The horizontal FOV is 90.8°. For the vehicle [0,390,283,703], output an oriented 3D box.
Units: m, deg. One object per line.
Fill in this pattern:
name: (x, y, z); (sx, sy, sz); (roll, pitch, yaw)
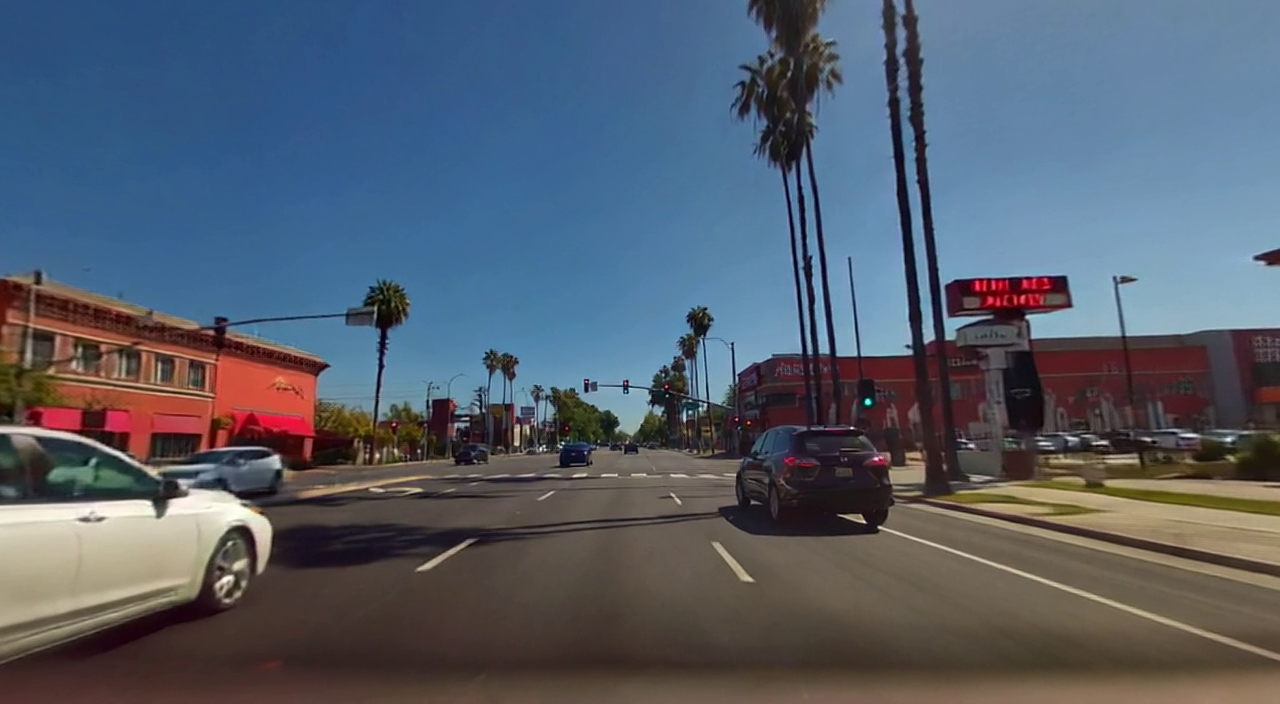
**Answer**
vehicle: (-4.112, 1.030, 3.416); (2.063, 1.578, 3.915); (0, -8, -1)

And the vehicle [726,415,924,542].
vehicle: (2.826, 2.040, 10.834); (1.982, 1.711, 4.276); (0, -8, -2)

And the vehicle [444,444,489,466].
vehicle: (-12.712, 7.531, 46.614); (1.991, 1.517, 4.760); (0, -8, 0)

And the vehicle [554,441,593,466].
vehicle: (-4.107, 6.324, 39.565); (2.034, 1.498, 3.995); (0, -8, -1)

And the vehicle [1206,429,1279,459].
vehicle: (38.410, 5.715, 39.193); (4.542, 1.767, 1.992); (0, -8, 3)
